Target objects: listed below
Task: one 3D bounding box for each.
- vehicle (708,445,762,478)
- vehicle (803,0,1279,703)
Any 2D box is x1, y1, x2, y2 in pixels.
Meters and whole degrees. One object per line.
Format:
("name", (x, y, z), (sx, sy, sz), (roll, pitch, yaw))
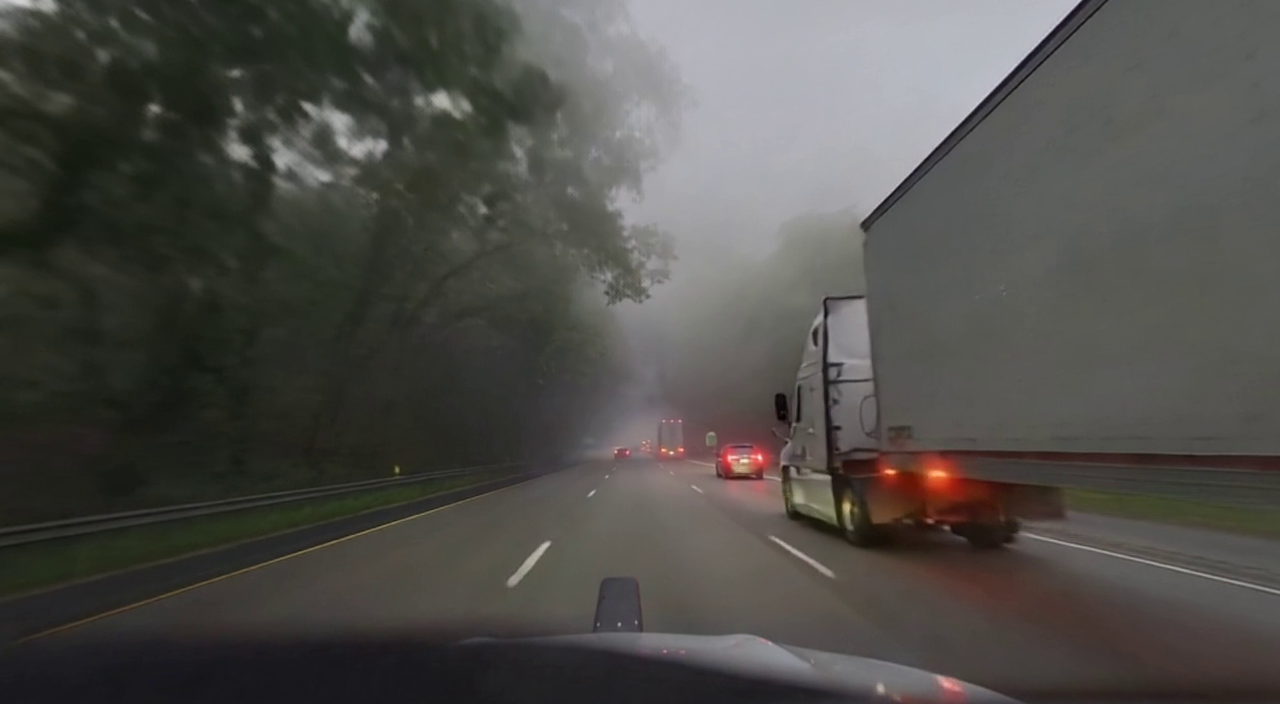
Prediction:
("vehicle", (4.605, 5.368, 31.029), (1.910, 1.474, 3.776), (0, -9, -2))
("vehicle", (4.073, -0.358, 2.338), (2.973, 4.007, 14.076), (0, -9, -1))
